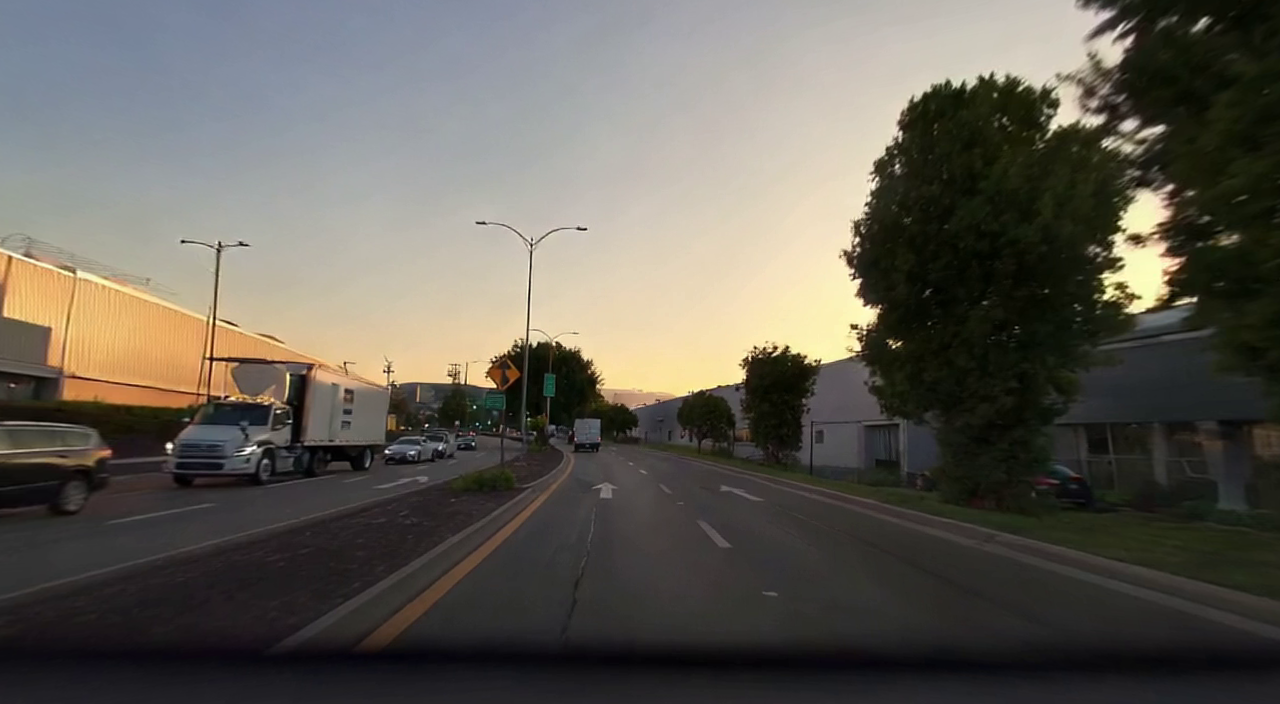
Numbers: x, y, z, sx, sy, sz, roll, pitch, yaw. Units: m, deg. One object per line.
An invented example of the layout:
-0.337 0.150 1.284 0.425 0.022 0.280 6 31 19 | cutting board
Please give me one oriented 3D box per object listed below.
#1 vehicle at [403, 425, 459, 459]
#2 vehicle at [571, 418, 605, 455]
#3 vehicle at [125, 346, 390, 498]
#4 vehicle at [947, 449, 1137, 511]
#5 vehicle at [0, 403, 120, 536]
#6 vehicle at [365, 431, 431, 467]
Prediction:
-12.681 5.504 38.624 2.198 1.916 5.296 1 -8 -7 | vehicle
-4.160 6.706 49.957 2.276 2.706 5.232 1 -8 -8 | vehicle
-10.900 2.295 19.725 3.012 3.547 9.604 1 -8 -5 | vehicle
11.961 3.814 19.012 4.495 1.476 1.773 2 -8 5 | vehicle
-9.874 1.540 8.105 2.257 1.797 4.887 0 -8 -1 | vehicle
-11.785 4.748 30.991 1.926 1.610 4.079 1 -8 -5 | vehicle
